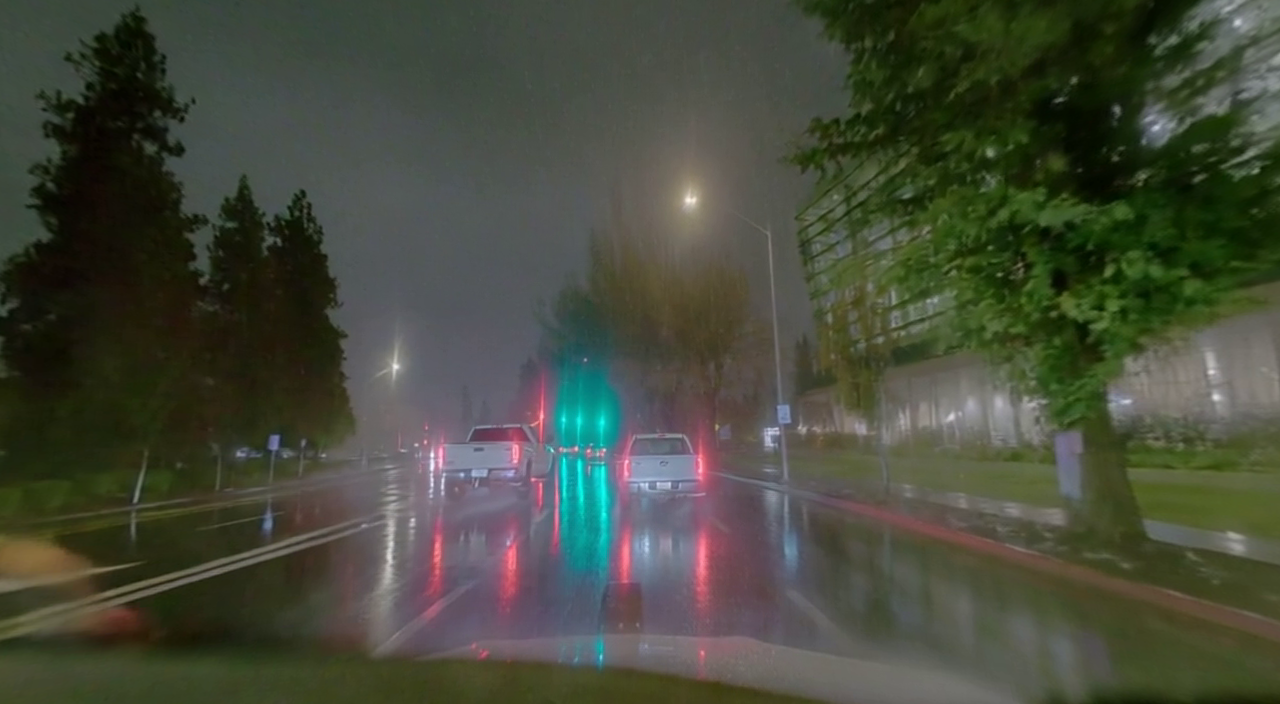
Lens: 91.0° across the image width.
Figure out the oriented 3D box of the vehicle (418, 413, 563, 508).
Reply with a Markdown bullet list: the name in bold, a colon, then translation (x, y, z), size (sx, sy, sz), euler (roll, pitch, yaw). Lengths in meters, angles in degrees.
- **vehicle**: translation (-3.498, 2.733, 16.225), size (2.512, 1.992, 5.725), euler (0, -9, -2)

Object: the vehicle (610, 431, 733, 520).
- **vehicle**: translation (0.457, 2.466, 13.084), size (2.142, 1.528, 4.133), euler (0, -9, -3)
